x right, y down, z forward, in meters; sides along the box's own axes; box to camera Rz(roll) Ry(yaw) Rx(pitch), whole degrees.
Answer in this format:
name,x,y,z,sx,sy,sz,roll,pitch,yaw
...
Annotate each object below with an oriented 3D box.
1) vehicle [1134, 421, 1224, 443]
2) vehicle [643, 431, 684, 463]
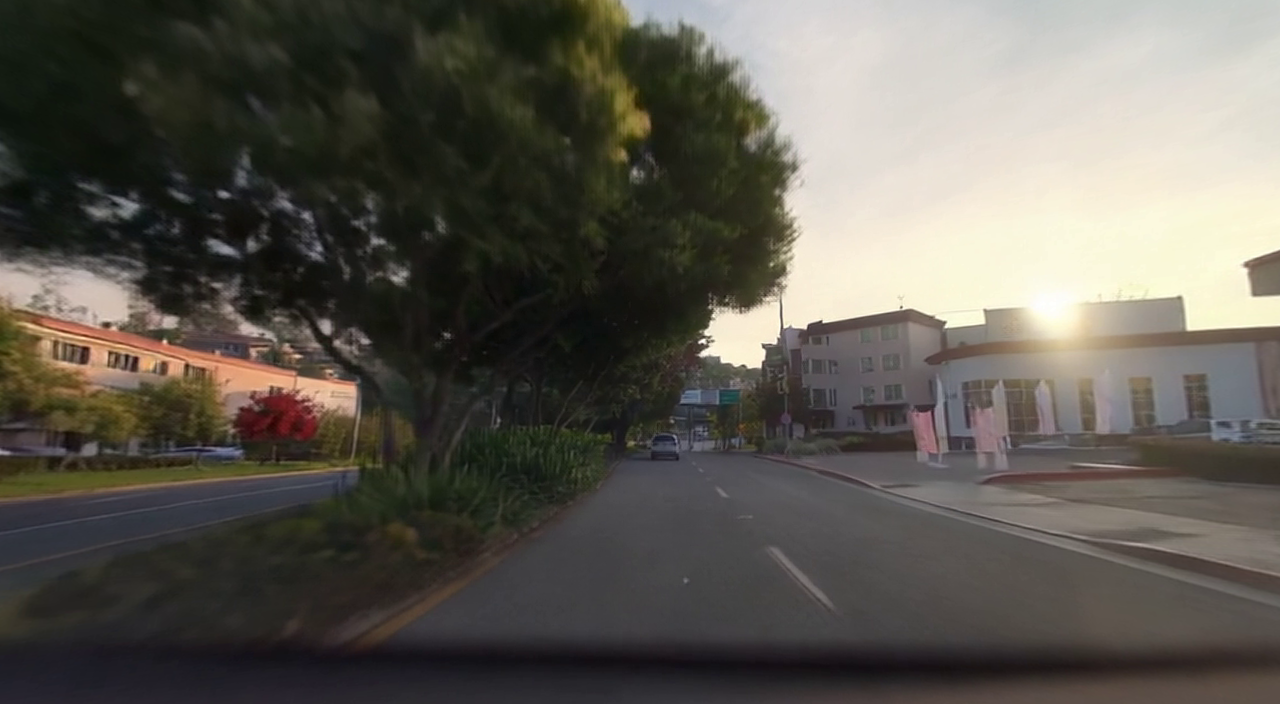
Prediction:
name,x,y,z,sx,sy,sz,roll,pitch,yaw
vehicle,38.547,5.744,45.095,4.637,1.477,1.823,-1,-8,4
vehicle,1.473,5.611,37.299,2.235,1.719,4.292,1,-8,4
